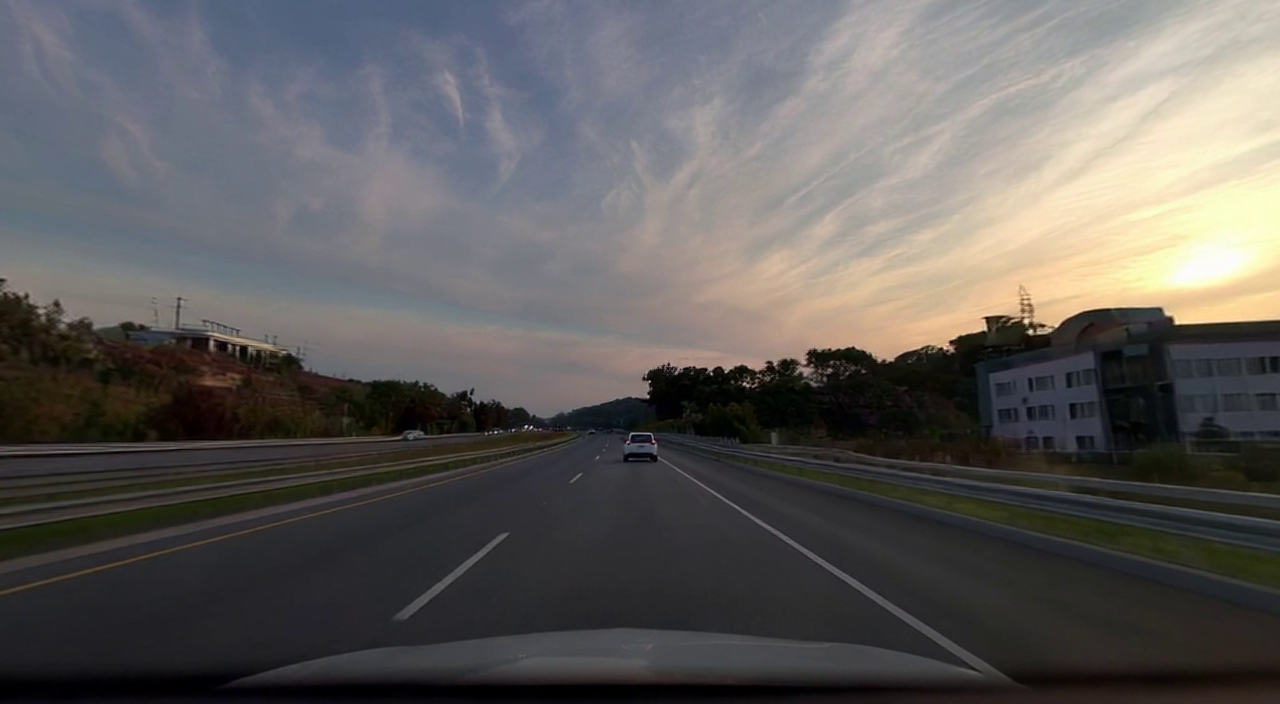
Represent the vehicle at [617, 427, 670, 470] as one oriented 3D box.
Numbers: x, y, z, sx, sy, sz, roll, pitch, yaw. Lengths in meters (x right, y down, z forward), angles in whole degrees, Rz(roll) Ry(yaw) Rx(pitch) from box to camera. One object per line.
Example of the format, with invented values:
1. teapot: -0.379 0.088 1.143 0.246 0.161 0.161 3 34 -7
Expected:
1. vehicle: 0.067 3.982 26.210 2.020 1.633 3.942 0 -8 -2
